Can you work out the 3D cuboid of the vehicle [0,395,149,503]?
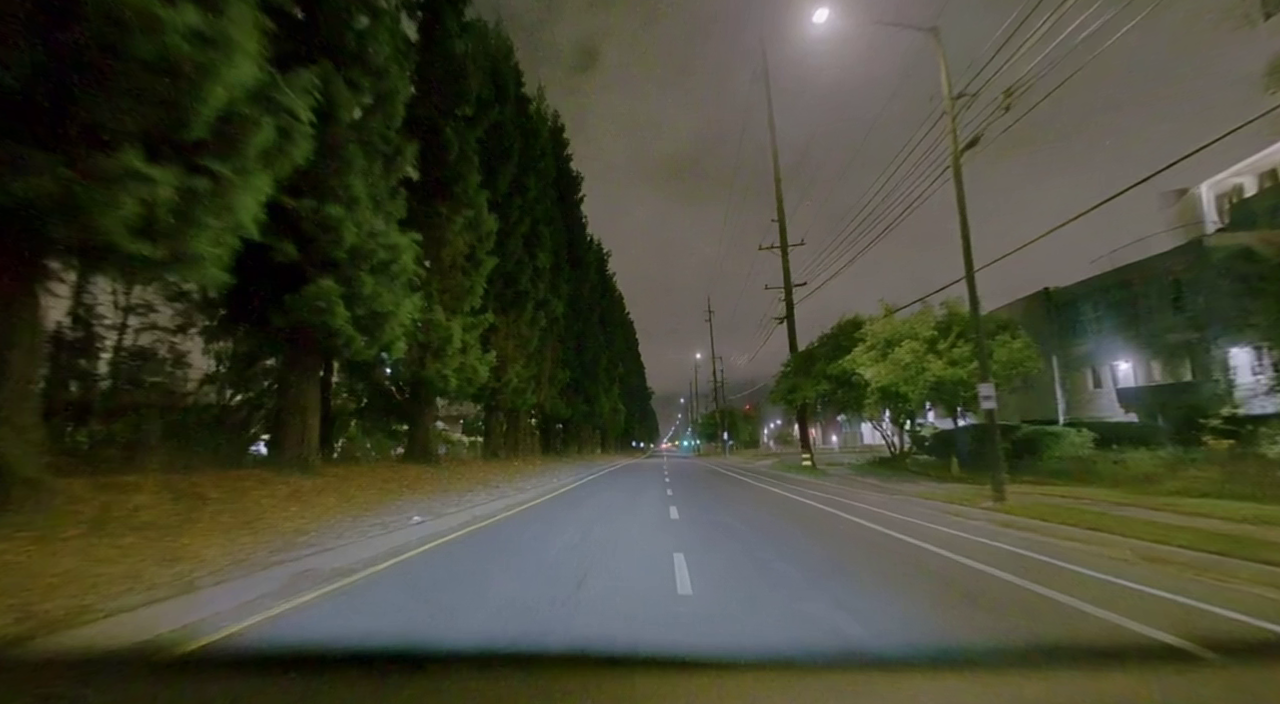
[{"bbox_3d":[-17.860,3.008,19.696,2.622,2.983,3.006,-3,-8,-2],"label":"vehicle"}]
